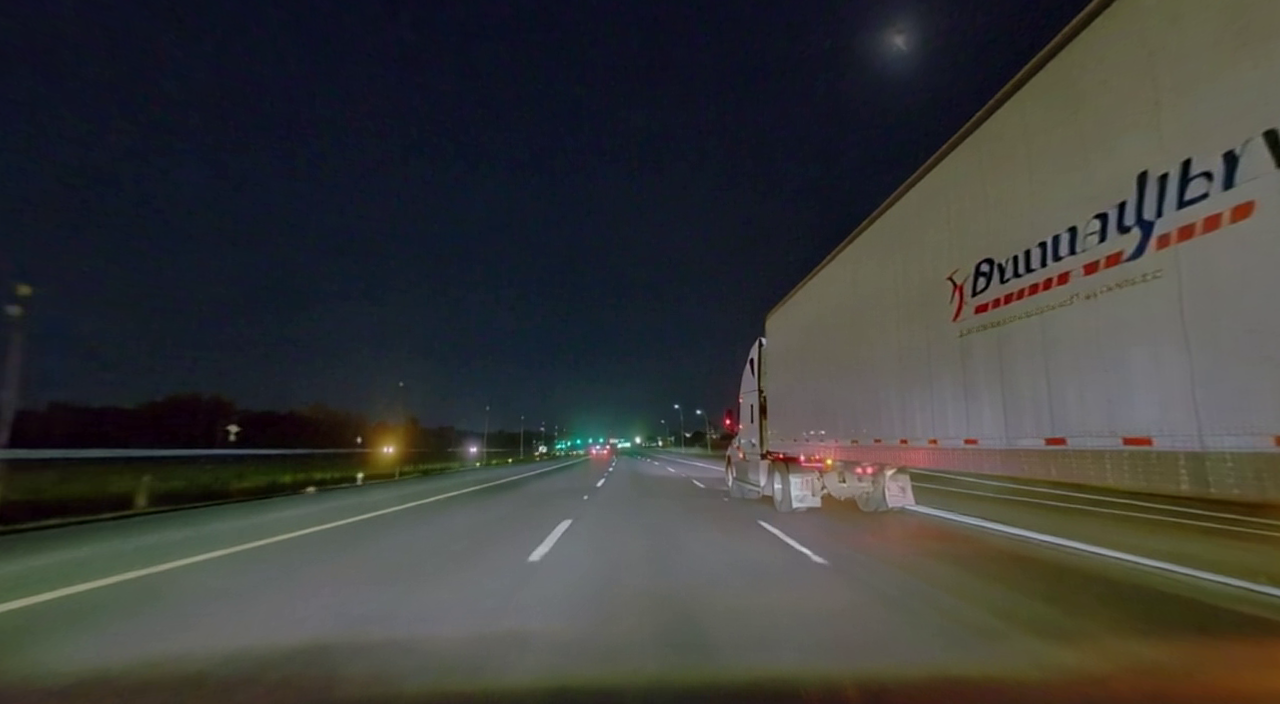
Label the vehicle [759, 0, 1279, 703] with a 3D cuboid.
[{"bbox_3d":[3.982,0.285,6.831,2.962,4.132,12.720,0,-8,0],"label":"vehicle"}]
